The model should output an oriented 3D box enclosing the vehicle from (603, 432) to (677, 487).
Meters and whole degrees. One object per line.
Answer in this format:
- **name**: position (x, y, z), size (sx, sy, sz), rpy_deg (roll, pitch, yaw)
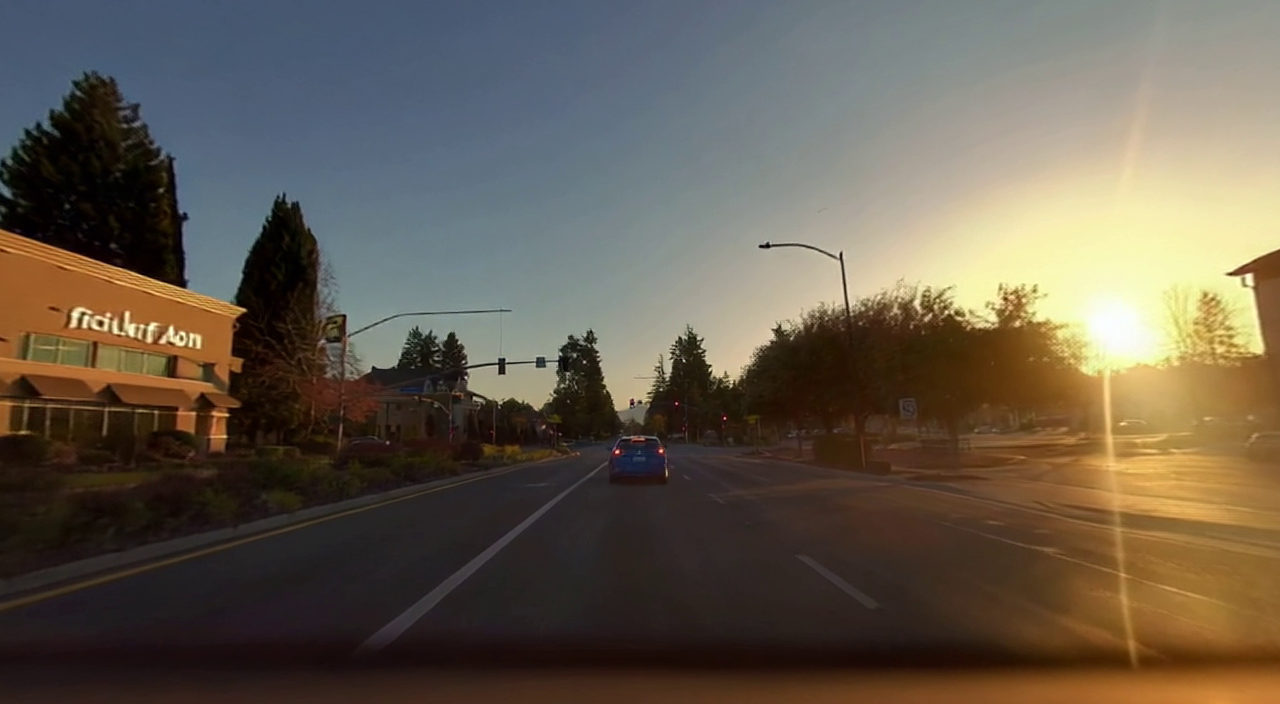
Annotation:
- **vehicle**: position (-0.049, 3.288, 19.651), size (2.028, 1.478, 4.545), rpy_deg (0, -8, -1)
